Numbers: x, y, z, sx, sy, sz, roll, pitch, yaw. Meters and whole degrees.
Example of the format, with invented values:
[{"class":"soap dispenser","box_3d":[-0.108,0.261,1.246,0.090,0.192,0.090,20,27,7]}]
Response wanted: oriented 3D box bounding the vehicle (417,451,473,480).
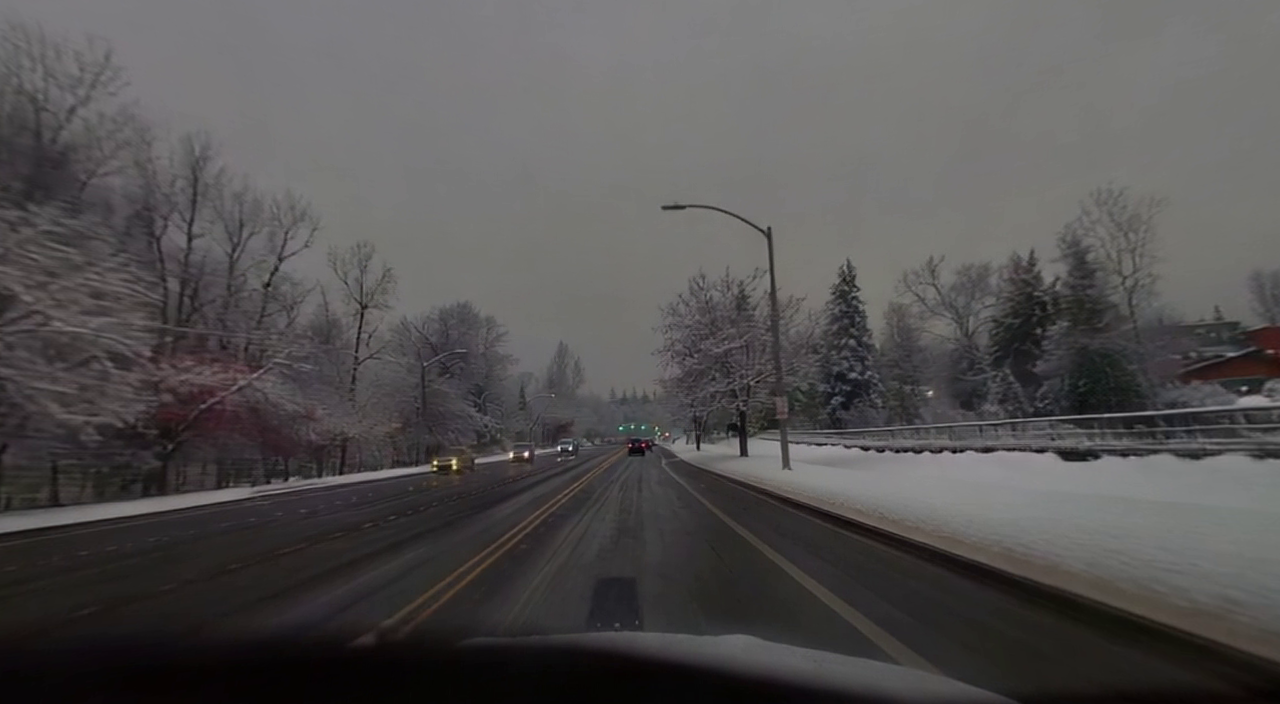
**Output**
[{"class":"vehicle","box_3d":[-11.177,6.528,36.524,1.948,1.481,4.380,0,-8,-2]}]
